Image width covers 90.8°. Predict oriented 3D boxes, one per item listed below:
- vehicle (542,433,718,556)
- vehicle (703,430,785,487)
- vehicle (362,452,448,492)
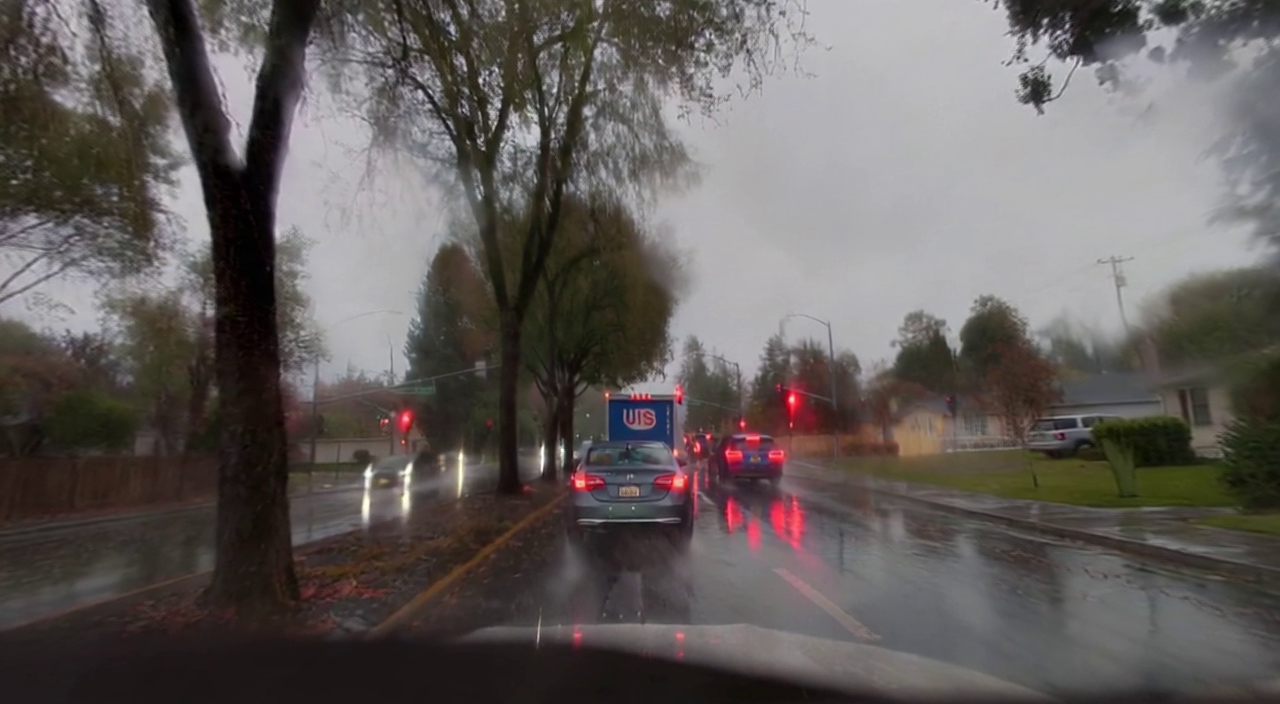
[{"bbox_3d":[-0.158,2.044,9.858,2.135,1.483,4.207,0,-8,-1],"label":"vehicle"},{"bbox_3d":[3.651,3.835,23.052,2.145,1.847,4.524,0,-8,-1],"label":"vehicle"},{"bbox_3d":[-9.760,4.985,26.638,1.950,1.467,4.270,0,-8,0],"label":"vehicle"}]
